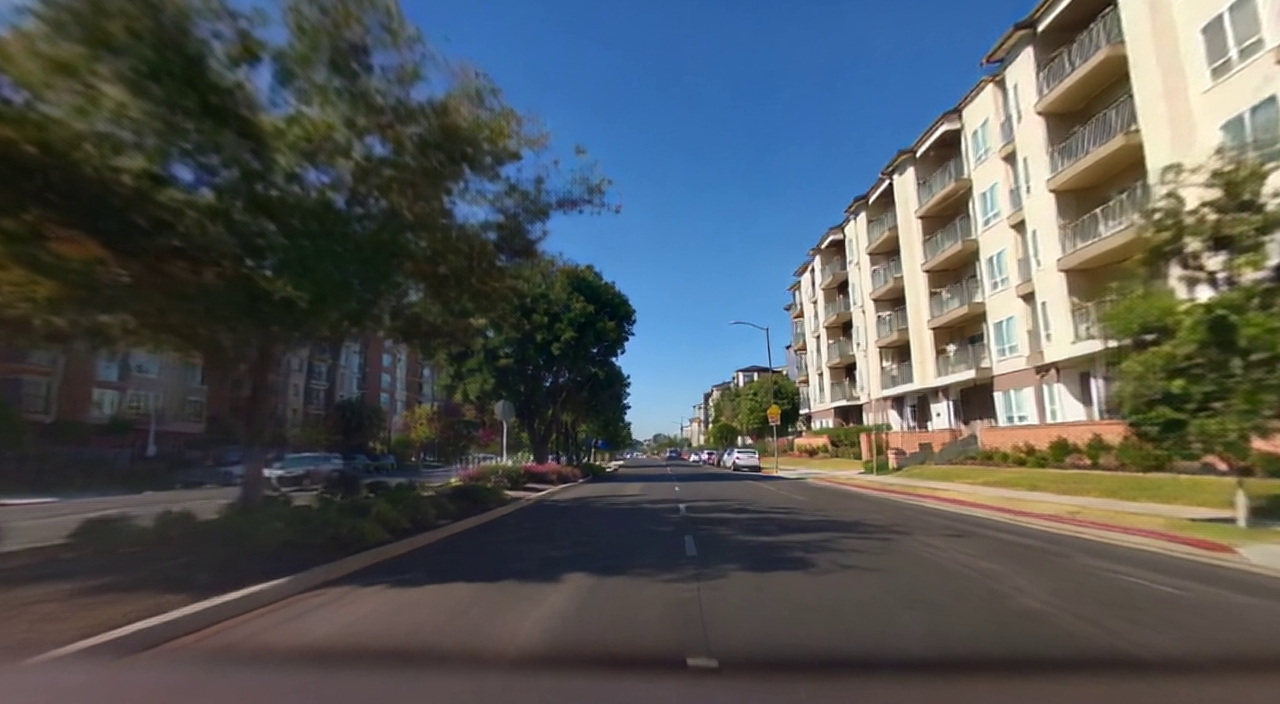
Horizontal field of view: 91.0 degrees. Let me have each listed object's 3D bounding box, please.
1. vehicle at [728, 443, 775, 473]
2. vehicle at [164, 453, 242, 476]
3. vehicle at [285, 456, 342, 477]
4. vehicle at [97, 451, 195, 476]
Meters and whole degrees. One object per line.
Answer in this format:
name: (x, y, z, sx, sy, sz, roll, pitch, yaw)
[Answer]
vehicle: (7.329, 7.021, 41.961, 2.241, 1.877, 4.810, 0, -9, 0)
vehicle: (-32.183, 8.258, 46.395, 1.836, 1.533, 4.324, -8, -12, 44)
vehicle: (-25.500, 8.958, 49.358, 1.931, 1.427, 4.578, 0, -9, 2)
vehicle: (-32.970, 7.407, 42.073, 2.023, 1.567, 4.818, -8, -12, 44)
